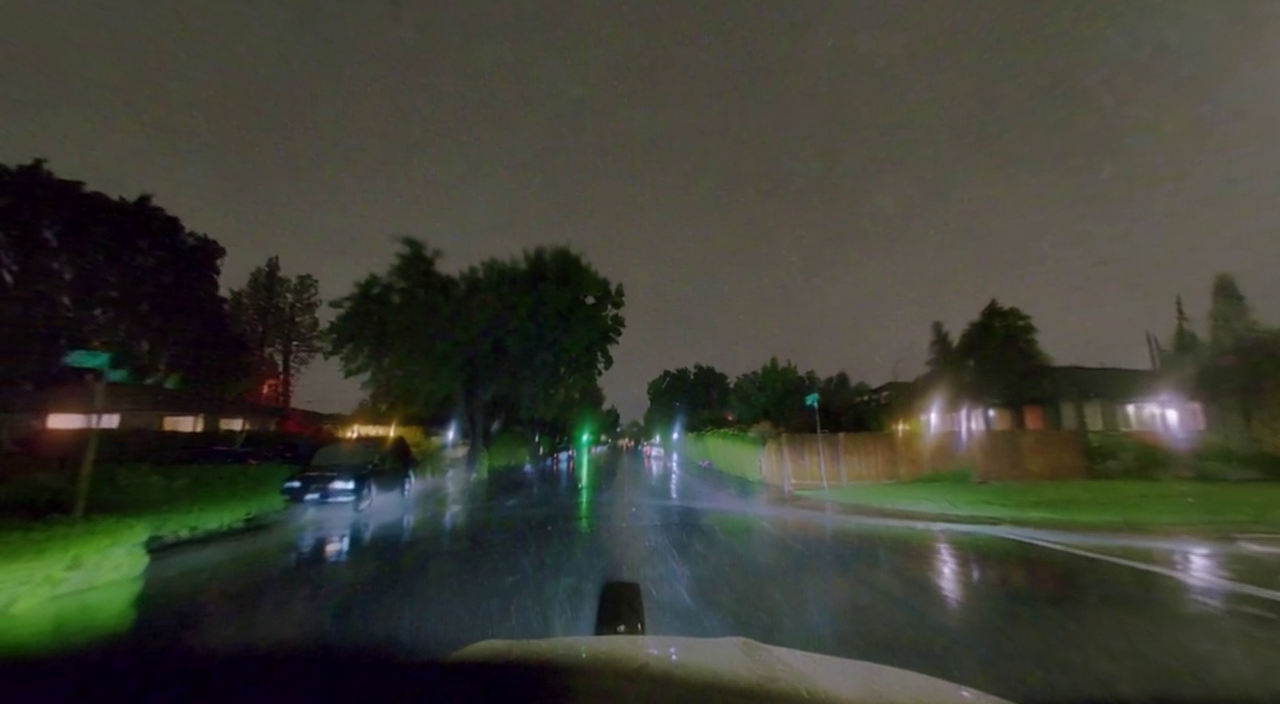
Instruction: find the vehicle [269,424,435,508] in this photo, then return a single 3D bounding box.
[{"bbox_3d":[-7.379,3.024,16.894,2.091,1.912,4.598,0,-10,2],"label":"vehicle"}]
